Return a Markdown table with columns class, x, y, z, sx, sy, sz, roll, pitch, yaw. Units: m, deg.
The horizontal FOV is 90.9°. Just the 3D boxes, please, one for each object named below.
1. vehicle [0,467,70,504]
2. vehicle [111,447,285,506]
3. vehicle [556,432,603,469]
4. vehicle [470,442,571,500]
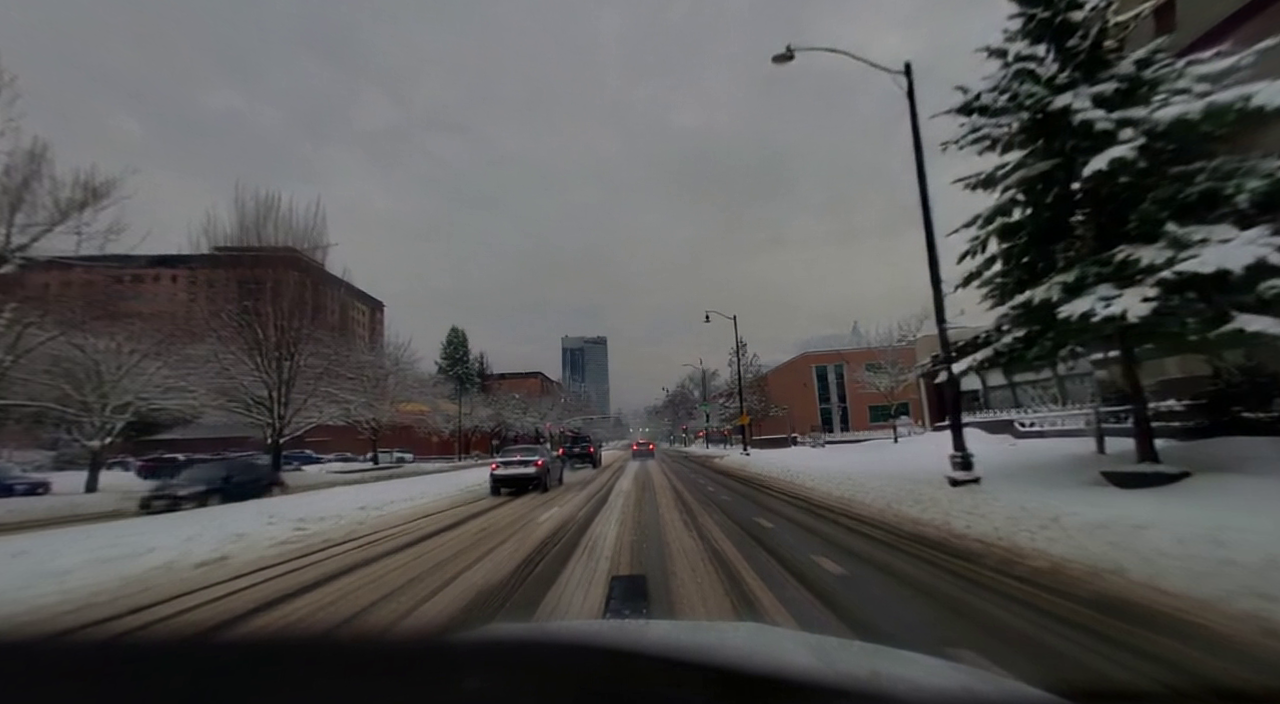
| class | x | y | z | sx | sy | sz | roll | pitch | yaw |
| --- | --- | --- | --- | --- | --- | --- | --- | --- | --- |
| vehicle | -28.116 | 5.873 | 27.871 | 3.891 | 1.483 | 1.884 | 0 | -9 | 0 |
| vehicle | -13.868 | 3.887 | 20.240 | 2.036 | 1.649 | 4.664 | -1 | -9 | 3 |
| vehicle | -3.333 | 5.580 | 35.812 | 2.152 | 1.987 | 4.527 | 0 | -9 | 1 |
| vehicle | -3.157 | 3.240 | 17.596 | 1.959 | 1.406 | 4.272 | 0 | -9 | 0 |
